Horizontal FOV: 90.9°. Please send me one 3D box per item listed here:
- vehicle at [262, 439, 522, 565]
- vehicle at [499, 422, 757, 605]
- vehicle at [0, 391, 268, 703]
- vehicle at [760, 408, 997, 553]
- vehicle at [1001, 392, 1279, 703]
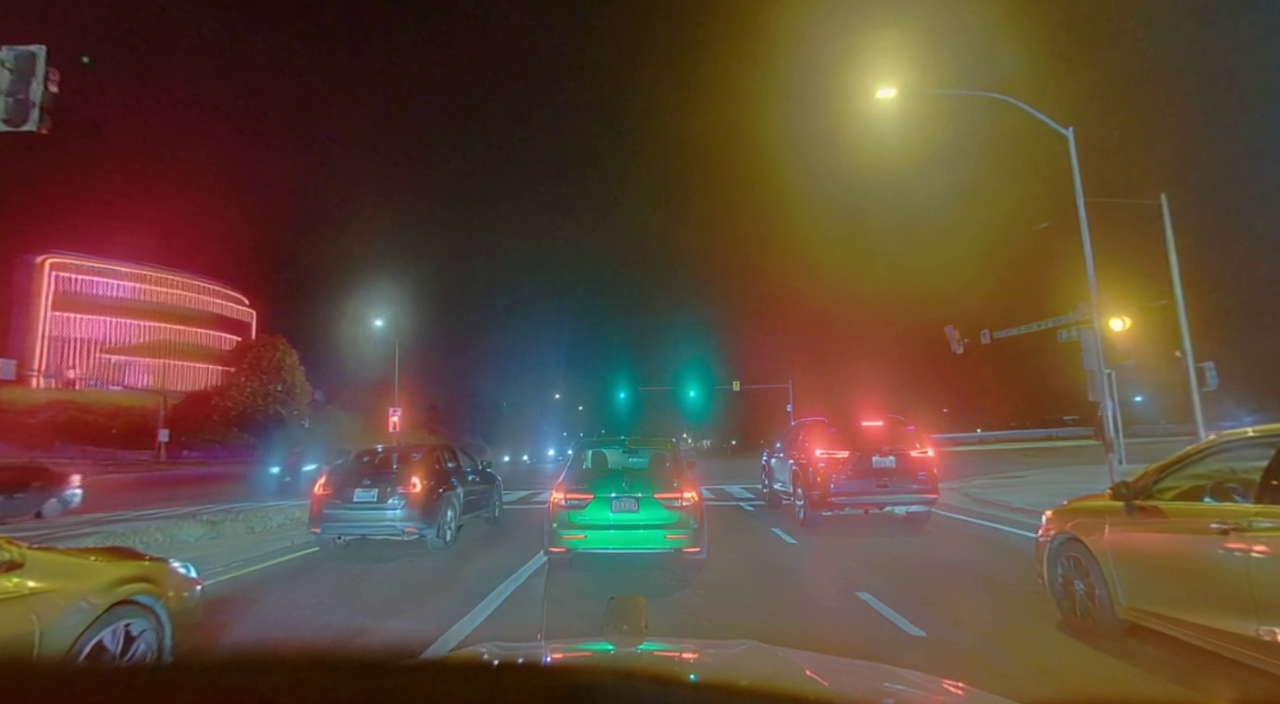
[{"bbox_3d":[-3.300,2.068,9.539,1.995,1.436,4.373,-1,-8,2],"label":"vehicle"},{"bbox_3d":[-0.129,1.649,7.373,2.140,1.499,4.119,0,-8,-1],"label":"vehicle"},{"bbox_3d":[-3.480,0.849,1.838,2.016,1.547,4.414,0,-8,1],"label":"vehicle"},{"bbox_3d":[3.307,1.868,9.821,1.992,1.744,4.183,0,-8,-1],"label":"vehicle"},{"bbox_3d":[3.939,0.969,3.104,1.800,1.519,4.198,0,-8,0],"label":"vehicle"}]
